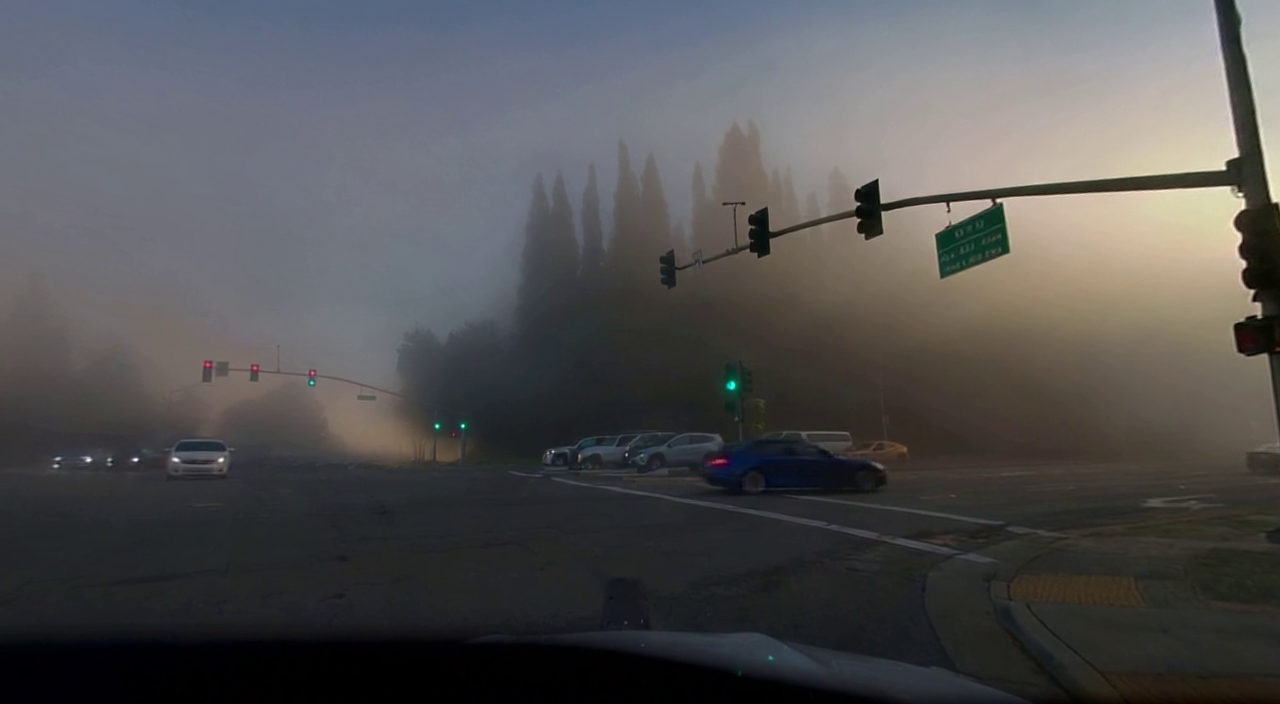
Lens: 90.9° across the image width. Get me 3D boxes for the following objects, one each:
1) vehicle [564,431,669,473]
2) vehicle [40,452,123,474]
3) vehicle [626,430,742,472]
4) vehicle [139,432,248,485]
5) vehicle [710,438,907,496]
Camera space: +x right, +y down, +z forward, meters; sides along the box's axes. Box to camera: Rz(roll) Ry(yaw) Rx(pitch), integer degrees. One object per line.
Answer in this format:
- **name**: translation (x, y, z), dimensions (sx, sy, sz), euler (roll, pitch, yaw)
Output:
- **vehicle**: translation (-1.050, 4.506, 28.528), dimensions (4.360, 1.749, 1.895), euler (4, -9, -28)
- **vehicle**: translation (-39.715, 7.879, 44.843), dimensions (4.589, 1.462, 1.953), euler (-2, -9, 13)
- **vehicle**: translation (1.842, 4.092, 26.192), dimensions (4.483, 1.589, 1.852), euler (4, -9, -26)
- **vehicle**: translation (-17.670, 4.130, 24.809), dimensions (5.332, 1.807, 2.450), euler (-8, -12, 44)
- **vehicle**: translation (4.443, 3.061, 17.058), dimensions (4.686, 1.425, 2.018), euler (1, -8, -6)
